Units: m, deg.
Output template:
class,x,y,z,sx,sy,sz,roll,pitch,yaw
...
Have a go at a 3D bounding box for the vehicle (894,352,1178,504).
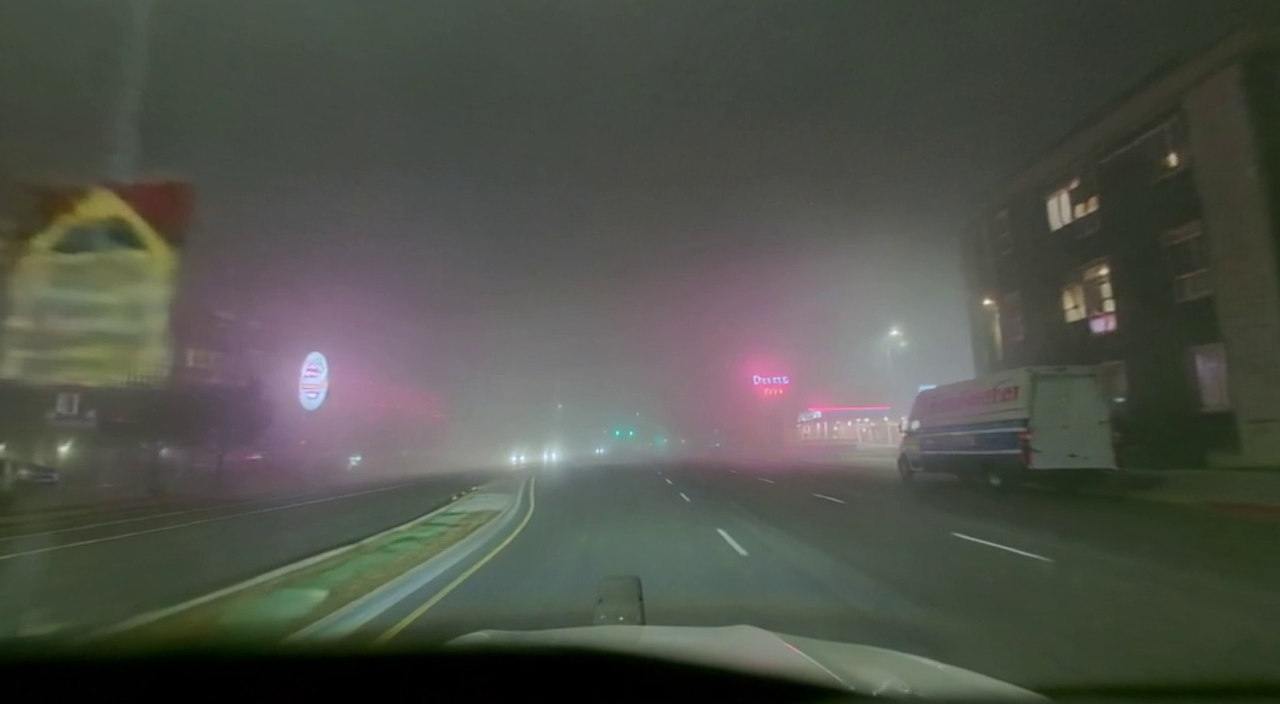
class,x,y,z,sx,sy,sz,roll,pitch,yaw
vehicle,9.815,2.080,16.968,2.917,3.205,6.985,0,-8,-1
